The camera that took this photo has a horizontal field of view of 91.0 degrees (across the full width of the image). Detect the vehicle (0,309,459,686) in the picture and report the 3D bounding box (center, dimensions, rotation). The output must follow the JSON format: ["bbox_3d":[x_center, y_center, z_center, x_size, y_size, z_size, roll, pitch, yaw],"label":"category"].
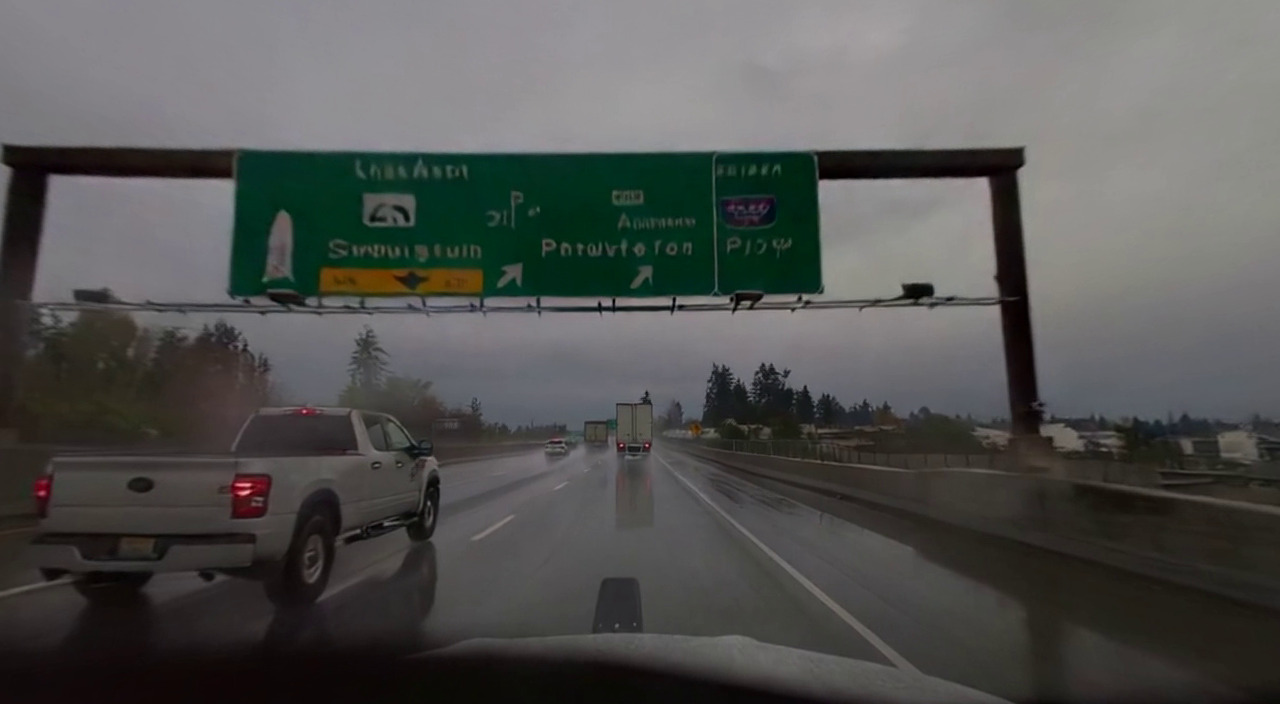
[{"bbox_3d":[-3.507,1.098,5.864,2.223,2.045,4.798,0,-8,-1],"label":"vehicle"}]

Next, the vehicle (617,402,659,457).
[{"bbox_3d":[-0.290,6.210,49.922,2.939,3.886,10.374,0,-8,-2],"label":"vehicle"}]
